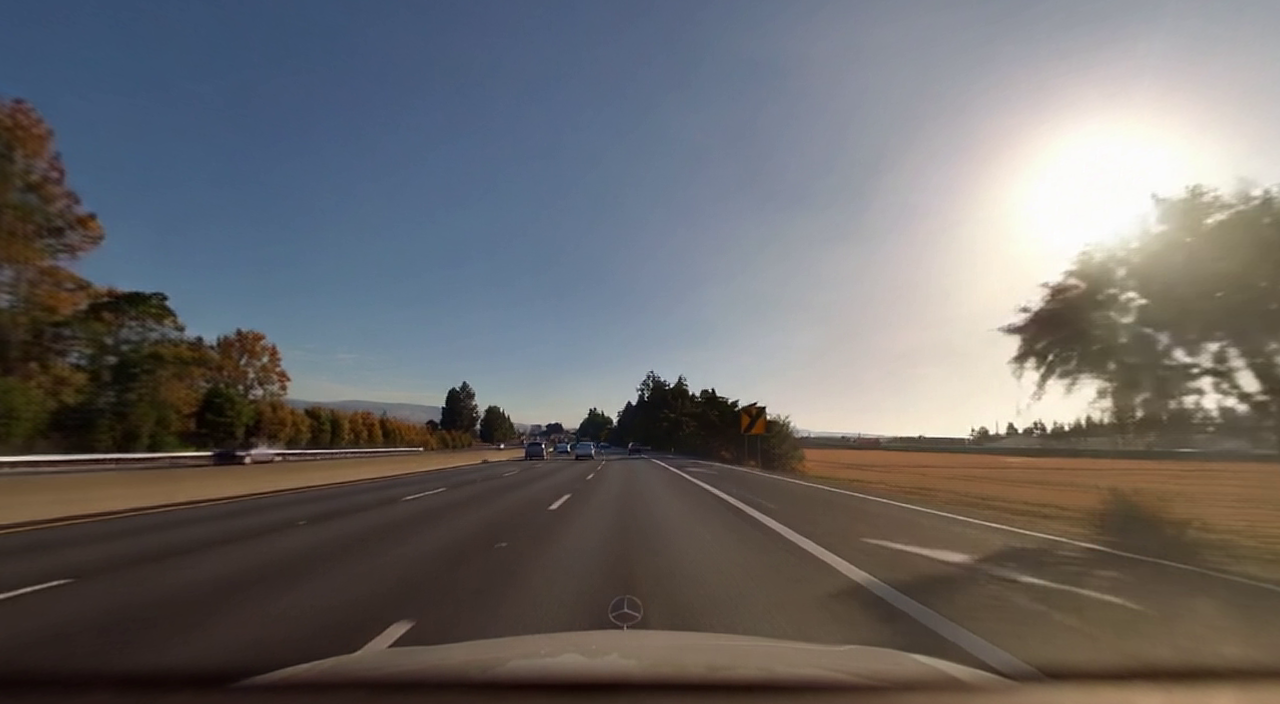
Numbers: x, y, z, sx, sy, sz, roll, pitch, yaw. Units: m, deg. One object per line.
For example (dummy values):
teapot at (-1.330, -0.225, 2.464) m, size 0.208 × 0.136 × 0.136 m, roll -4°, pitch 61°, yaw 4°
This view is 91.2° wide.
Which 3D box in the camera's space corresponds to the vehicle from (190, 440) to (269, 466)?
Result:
vehicle at (-25.748, 6.346, 39.596) m, size 1.901 × 1.571 × 4.660 m, roll 0°, pitch -8°, yaw -1°
